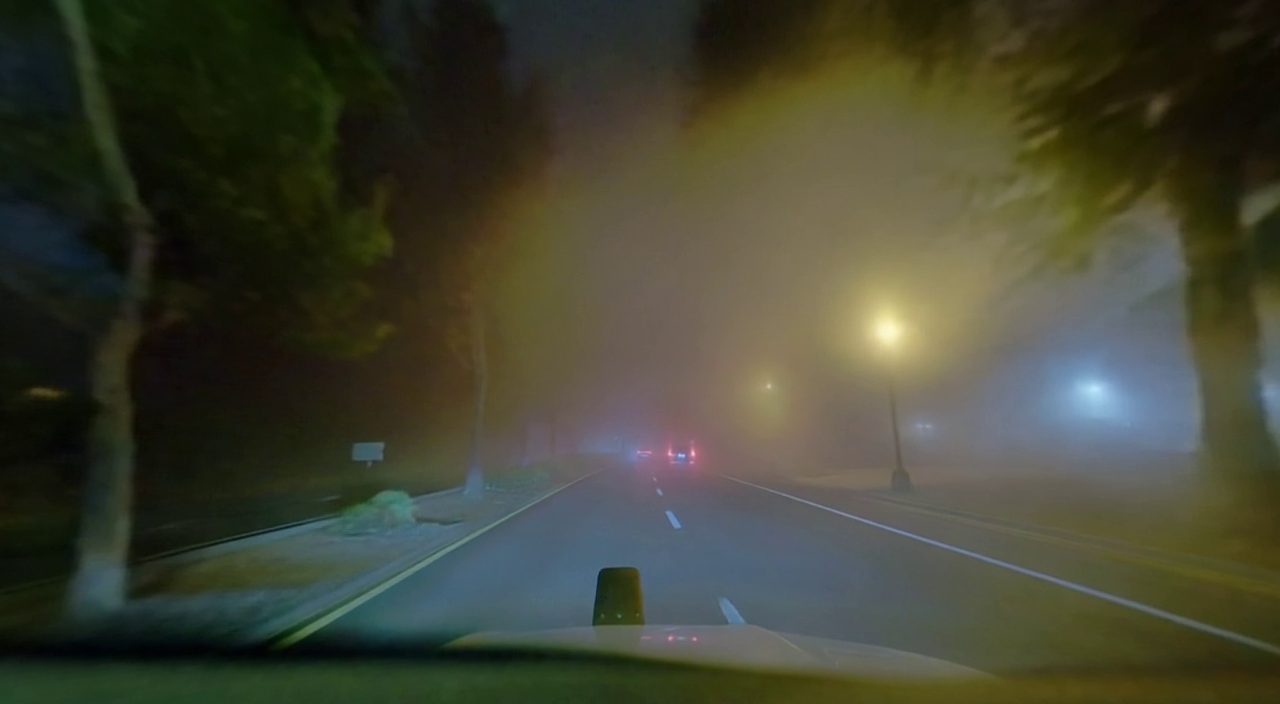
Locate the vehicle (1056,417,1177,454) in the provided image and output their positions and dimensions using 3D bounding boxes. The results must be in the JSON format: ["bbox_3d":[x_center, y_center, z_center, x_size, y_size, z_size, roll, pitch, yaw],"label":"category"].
[{"bbox_3d":[28.180,4.973,37.349,5.465,2.116,2.004,0,-8,0],"label":"vehicle"}]

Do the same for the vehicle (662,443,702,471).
[{"bbox_3d":[2.431,6.183,37.372,2.044,1.537,4.528,0,-8,0],"label":"vehicle"}]
